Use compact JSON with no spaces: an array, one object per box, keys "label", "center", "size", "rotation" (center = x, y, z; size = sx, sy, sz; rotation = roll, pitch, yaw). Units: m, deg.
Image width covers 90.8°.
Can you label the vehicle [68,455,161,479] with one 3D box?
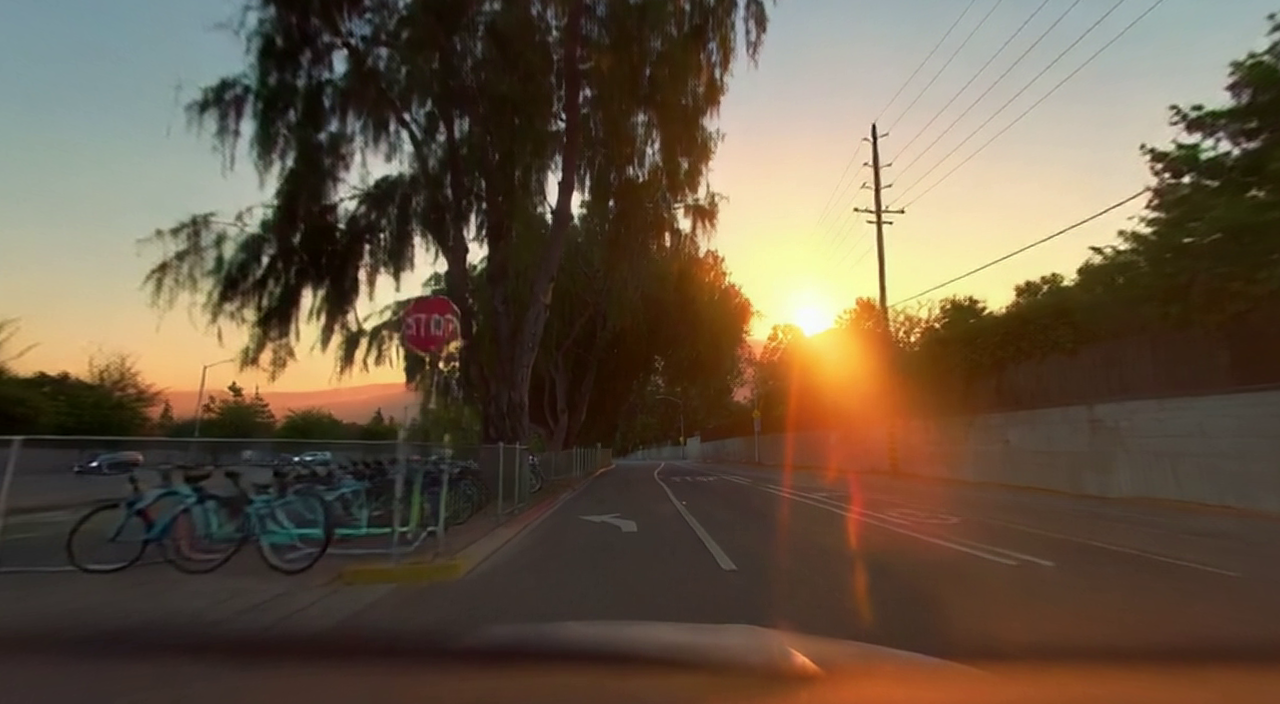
[{"label":"vehicle","center":[-33.868,7.406,40.800],"size":[4.327,1.402,1.757],"rotation":[0,-9,-4]}]
